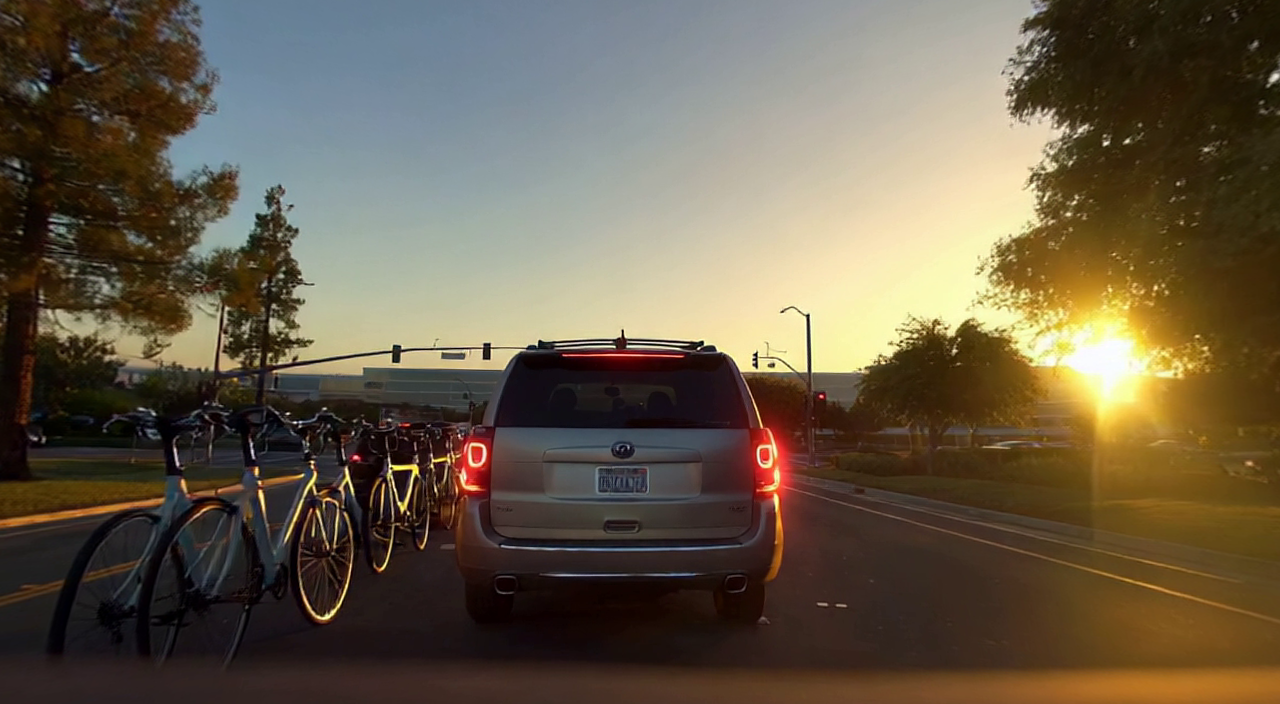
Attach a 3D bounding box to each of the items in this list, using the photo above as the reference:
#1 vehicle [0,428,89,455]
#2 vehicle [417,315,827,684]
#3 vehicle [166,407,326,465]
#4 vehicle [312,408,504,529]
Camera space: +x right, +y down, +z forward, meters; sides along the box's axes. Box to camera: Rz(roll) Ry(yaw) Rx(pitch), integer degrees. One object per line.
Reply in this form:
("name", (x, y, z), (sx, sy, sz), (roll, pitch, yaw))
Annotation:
("vehicle", (-36.060, 5.396, 38.018), (3.926, 1.536, 1.731), (0, -8, -8))
("vehicle", (-0.243, 1.158, 6.003), (2.333, 2.087, 4.586), (1, -8, -4))
("vehicle", (-25.119, 5.409, 40.723), (8.040, 3.335, 3.070), (-1, -9, -7))
("vehicle", (-4.198, 2.220, 12.618), (2.337, 1.858, 5.409), (1, -9, -7))
